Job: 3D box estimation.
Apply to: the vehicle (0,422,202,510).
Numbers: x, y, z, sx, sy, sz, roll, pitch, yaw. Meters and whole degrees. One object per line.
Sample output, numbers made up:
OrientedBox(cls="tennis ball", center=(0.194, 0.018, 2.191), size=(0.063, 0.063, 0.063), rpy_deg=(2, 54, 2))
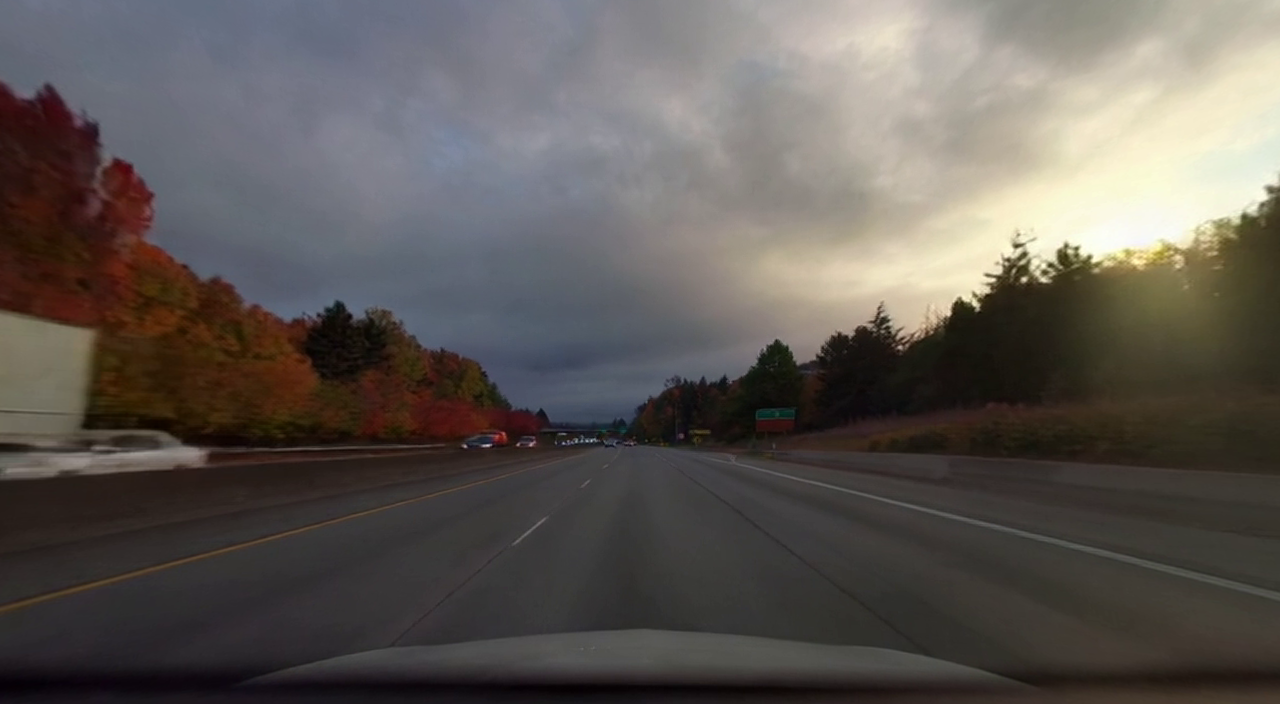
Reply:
OrientedBox(cls="vehicle", center=(-11.577, 2.252, 12.925), size=(1.871, 1.479, 4.480), rpy_deg=(0, -8, 0))

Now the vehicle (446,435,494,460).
OrientedBox(cls="vehicle", center=(-11.402, 6.449, 42.507), size=(1.969, 1.544, 4.758), rpy_deg=(0, -8, 0))

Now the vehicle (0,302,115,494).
OrientedBox(cls="vehicle", center=(-15.134, 0.208, 8.063), size=(2.927, 4.069, 16.353), rpy_deg=(0, -8, 0))
